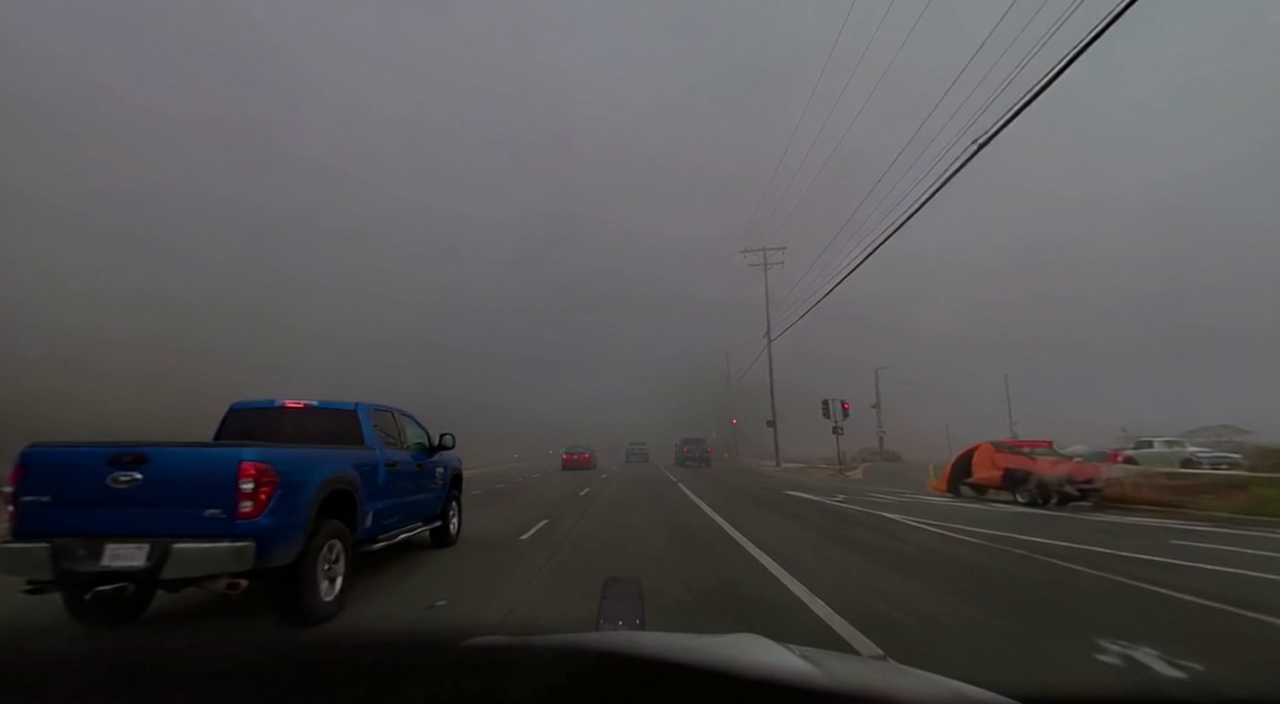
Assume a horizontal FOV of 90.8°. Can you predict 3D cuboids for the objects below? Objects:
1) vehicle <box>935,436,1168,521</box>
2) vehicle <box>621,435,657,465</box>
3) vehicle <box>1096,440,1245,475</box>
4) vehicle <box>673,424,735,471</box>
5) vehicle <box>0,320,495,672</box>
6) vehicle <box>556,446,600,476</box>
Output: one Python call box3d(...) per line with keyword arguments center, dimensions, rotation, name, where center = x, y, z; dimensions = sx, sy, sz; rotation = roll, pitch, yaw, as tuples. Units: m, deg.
box3d(center=(9.152, 2.807, 14.603), dimensions=(2.010, 1.633, 4.246), rotation=(1, -9, -11), name="vehicle")
box3d(center=(-0.103, 7.538, 48.655), dimensions=(2.643, 2.145, 5.585), rotation=(0, -9, 0), name="vehicle")
box3d(center=(23.556, 4.694, 28.324), dimensions=(1.973, 1.436, 4.626), rotation=(3, -9, -19), name="vehicle")
box3d(center=(3.953, 6.175, 40.854), dimensions=(2.905, 2.636, 6.895), rotation=(-2, -9, -3), name="vehicle")
box3d(center=(-3.562, 1.329, 7.025), dimensions=(2.402, 2.194, 6.051), rotation=(0, -9, 0), name="vehicle")
box3d(center=(-3.227, 5.736, 33.494), dimensions=(1.939, 1.494, 4.499), rotation=(0, -9, -1), name="vehicle")
